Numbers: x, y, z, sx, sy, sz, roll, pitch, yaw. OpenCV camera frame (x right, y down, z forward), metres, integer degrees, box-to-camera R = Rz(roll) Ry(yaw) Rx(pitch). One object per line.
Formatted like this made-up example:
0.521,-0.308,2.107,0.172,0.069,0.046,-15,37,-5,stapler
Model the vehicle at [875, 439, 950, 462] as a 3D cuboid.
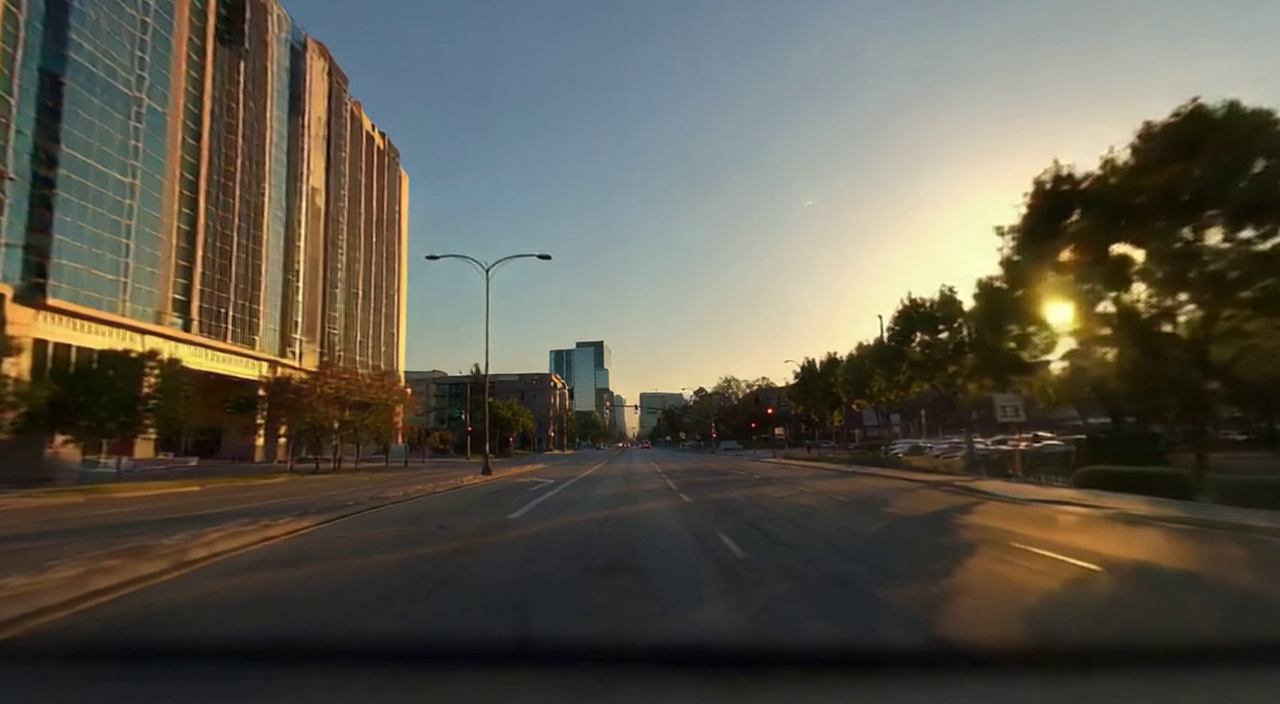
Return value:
19.131,6.912,44.418,4.376,1.483,1.828,-8,-12,44,vehicle
